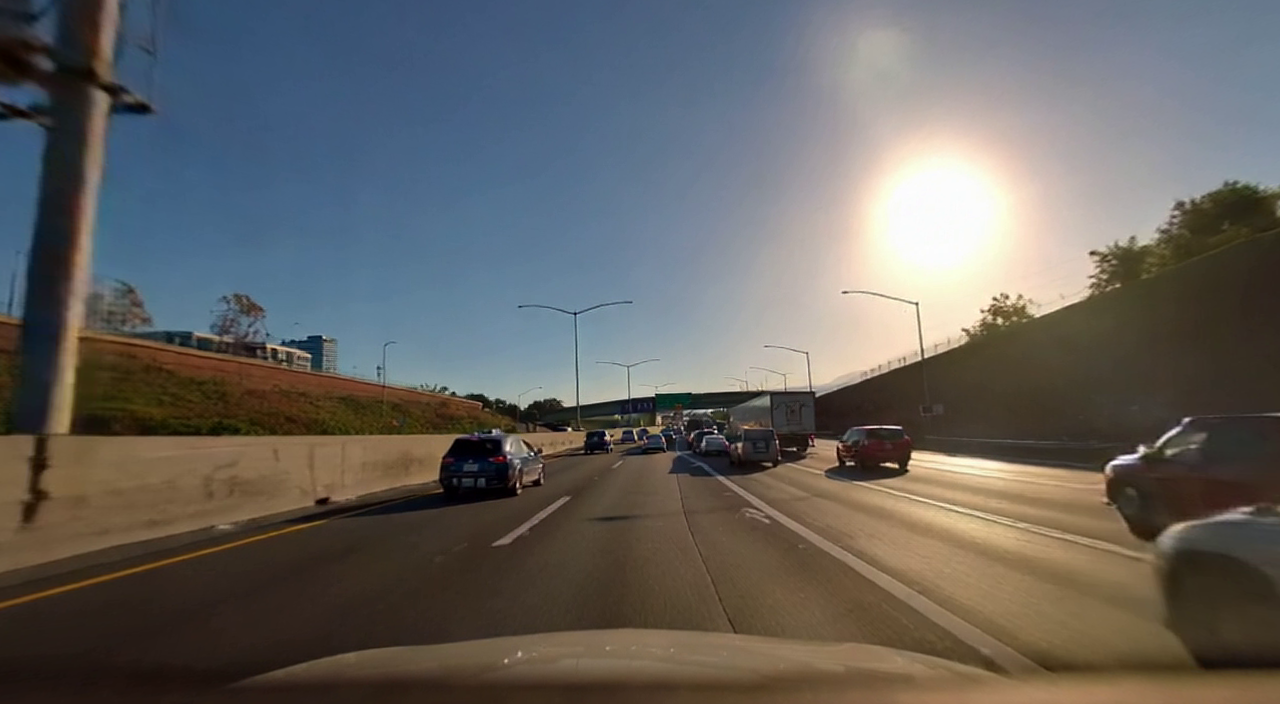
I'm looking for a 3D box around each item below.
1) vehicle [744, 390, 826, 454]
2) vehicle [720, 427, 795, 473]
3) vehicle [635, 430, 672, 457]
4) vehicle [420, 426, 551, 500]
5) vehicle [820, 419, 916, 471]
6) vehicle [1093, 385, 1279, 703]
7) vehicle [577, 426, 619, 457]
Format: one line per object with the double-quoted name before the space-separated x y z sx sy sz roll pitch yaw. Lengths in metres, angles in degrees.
"vehicle" 9.587 5.075 43.739 3.007 3.725 13.835 -1 -8 3
"vehicle" 4.209 3.597 23.355 1.933 1.503 4.520 0 -8 0
"vehicle" 0.790 5.309 36.497 2.040 1.461 3.984 -1 -8 1
"vehicle" -3.457 2.577 15.079 1.914 1.476 4.416 -1 -8 2
"vehicle" 8.533 3.539 24.097 2.072 1.761 4.461 -1 -8 1
"vehicle" 3.421 0.709 1.291 1.933 1.492 4.125 -1 -8 1
"vehicle" -2.450 5.345 37.649 2.006 1.741 4.277 -1 -8 3
